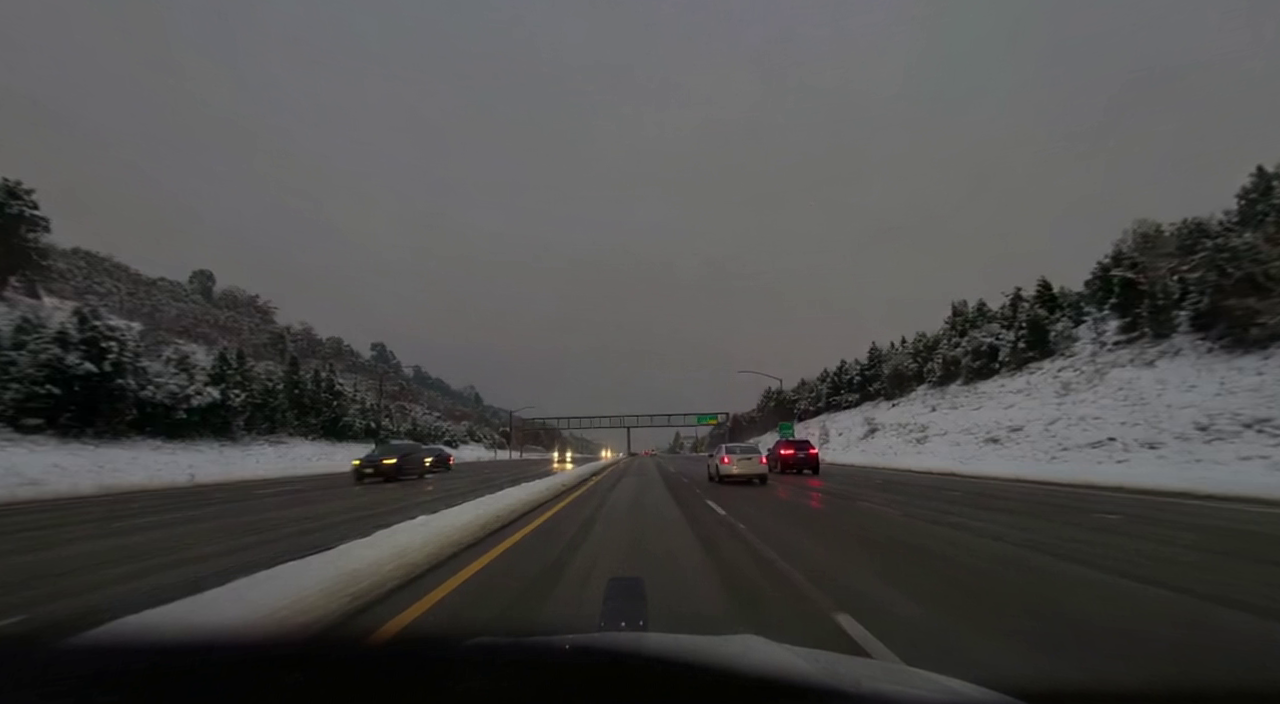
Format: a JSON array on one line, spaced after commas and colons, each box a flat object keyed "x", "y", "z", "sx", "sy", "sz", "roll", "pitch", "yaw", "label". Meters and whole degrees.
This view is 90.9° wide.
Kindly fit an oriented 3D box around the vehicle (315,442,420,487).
[{"x": -12.566, "y": 5.183, "z": 29.611, "sx": 2.338, "sy": 1.817, "sz": 5.761, "roll": -2, "pitch": -8, "yaw": 1, "label": "vehicle"}]

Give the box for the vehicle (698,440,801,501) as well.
[{"x": 2.869, "y": 3.201, "z": 17.514, "sx": 2.044, "sy": 1.444, "sz": 4.216, "roll": 0, "pitch": -8, "yaw": -1, "label": "vehicle"}]
